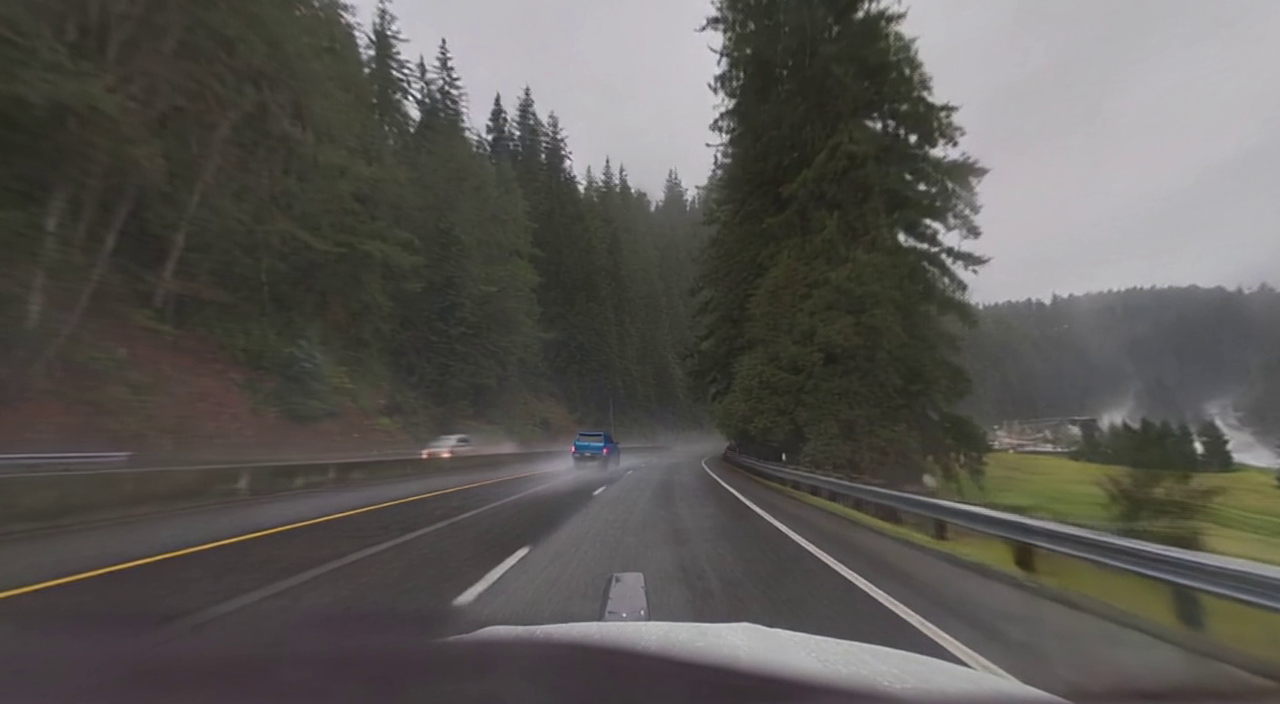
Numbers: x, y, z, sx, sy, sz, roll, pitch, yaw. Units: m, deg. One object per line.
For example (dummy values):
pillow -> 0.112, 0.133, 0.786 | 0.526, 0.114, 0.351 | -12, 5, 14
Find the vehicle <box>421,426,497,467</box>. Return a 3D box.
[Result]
vehicle -> -11.326, 5.999, 40.130 | 2.301, 2.350, 6.995 | -1, -8, 4

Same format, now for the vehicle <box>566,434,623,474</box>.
vehicle -> -2.049, 4.779, 29.767 | 2.005, 1.752, 4.479 | -1, -8, 5
